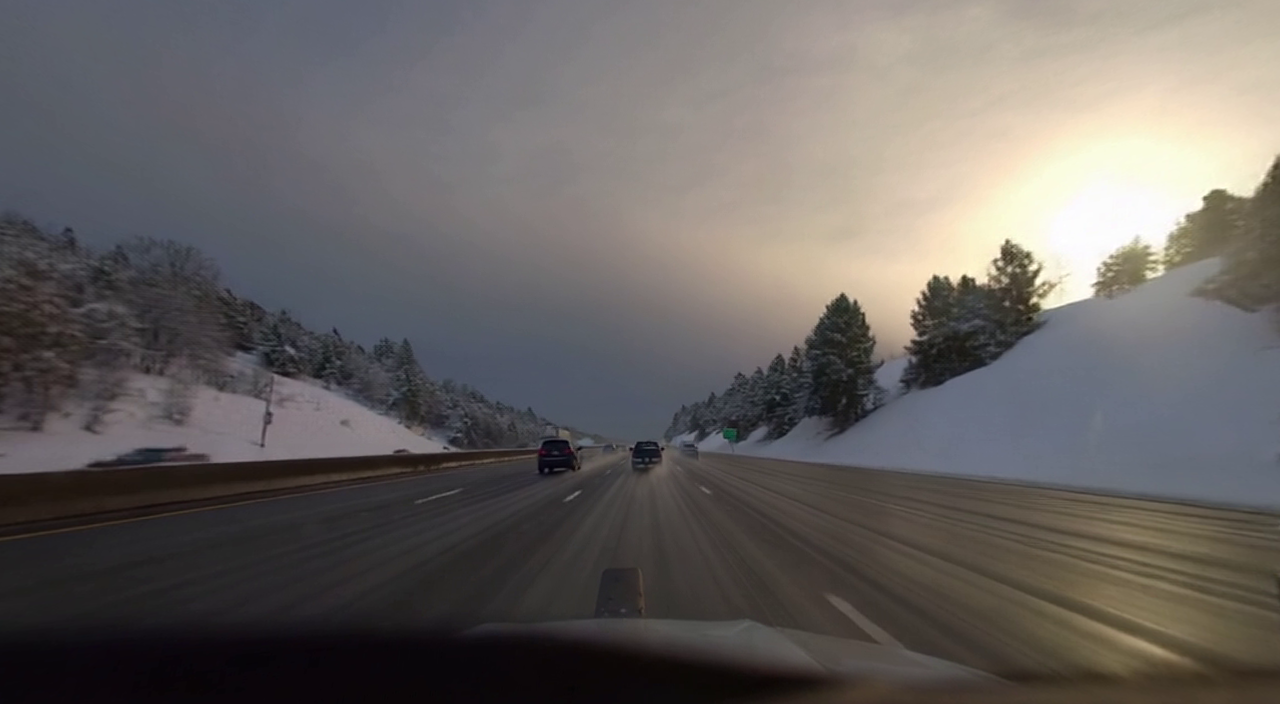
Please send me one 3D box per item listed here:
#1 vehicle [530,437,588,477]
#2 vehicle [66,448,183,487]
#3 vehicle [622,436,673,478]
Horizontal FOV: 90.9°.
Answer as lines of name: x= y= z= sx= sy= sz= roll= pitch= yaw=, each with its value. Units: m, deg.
vehicle: x=-3.654 y=4.831 z=29.249 sx=2.076 sy=1.690 sz=4.113 roll=0 pitch=-8 yaw=1
vehicle: x=-19.106 y=4.263 z=23.554 sx=1.520 sy=1.343 sz=3.294 roll=0 pitch=-9 yaw=0
vehicle: x=0.312 y=4.599 z=27.875 sx=2.086 sy=1.685 sz=4.206 roll=0 pitch=-8 yaw=0
